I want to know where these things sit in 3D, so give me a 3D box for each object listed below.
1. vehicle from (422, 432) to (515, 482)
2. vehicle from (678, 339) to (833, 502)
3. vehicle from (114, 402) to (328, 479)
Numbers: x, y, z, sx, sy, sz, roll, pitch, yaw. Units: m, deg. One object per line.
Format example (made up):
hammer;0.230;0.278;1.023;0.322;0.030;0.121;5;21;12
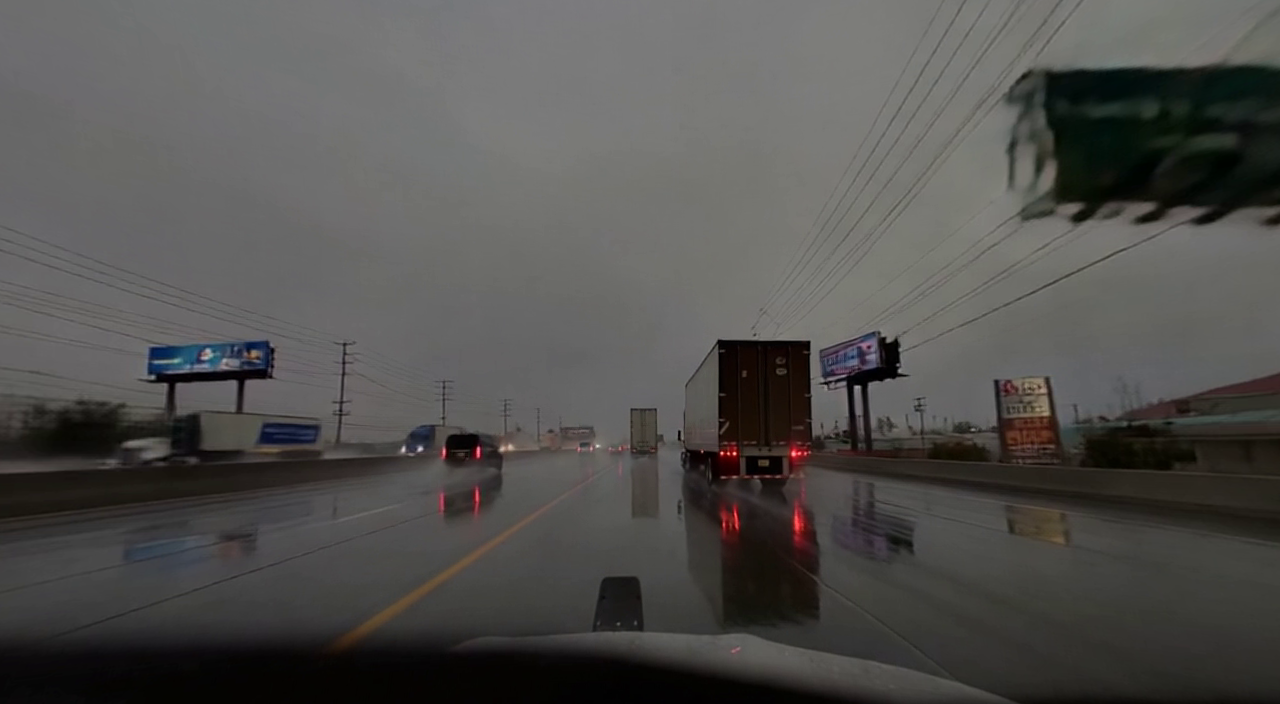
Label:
vehicle;-7.356;4.598;27.961;2.425;1.917;5.647;0;-9;1
vehicle;3.433;2.954;24.431;2.892;4.152;16.575;0;-9;0
vehicle;-28.312;6.386;45.083;2.823;4.374;17.794;-1;-9;1
